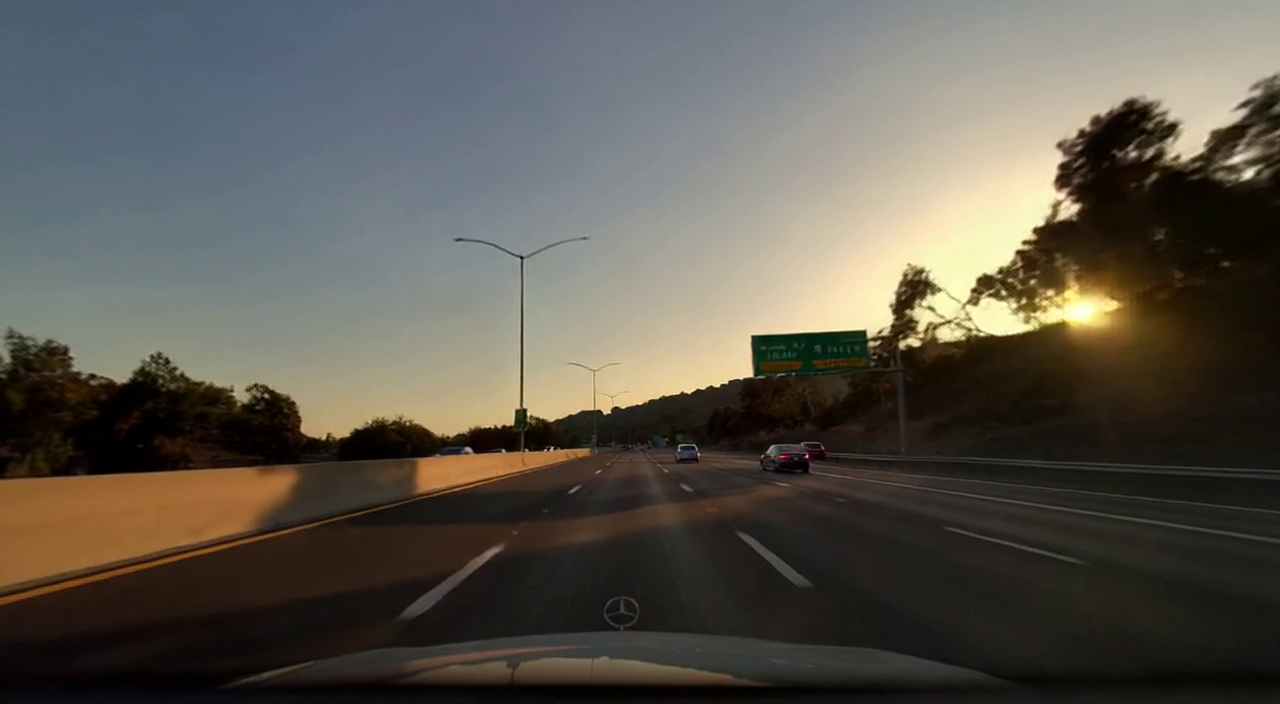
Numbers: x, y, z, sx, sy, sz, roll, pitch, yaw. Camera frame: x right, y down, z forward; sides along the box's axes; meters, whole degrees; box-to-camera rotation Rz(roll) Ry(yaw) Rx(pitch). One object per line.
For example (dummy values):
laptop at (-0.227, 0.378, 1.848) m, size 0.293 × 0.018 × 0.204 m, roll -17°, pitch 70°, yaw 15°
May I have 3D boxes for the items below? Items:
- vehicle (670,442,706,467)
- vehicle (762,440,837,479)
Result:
vehicle at (3.226, 6.998, 43.249) m, size 2.056 × 1.553 × 4.320 m, roll 0°, pitch -9°, yaw -1°
vehicle at (6.601, 4.491, 26.639) m, size 2.038 × 1.528 × 3.910 m, roll 0°, pitch -9°, yaw -2°
